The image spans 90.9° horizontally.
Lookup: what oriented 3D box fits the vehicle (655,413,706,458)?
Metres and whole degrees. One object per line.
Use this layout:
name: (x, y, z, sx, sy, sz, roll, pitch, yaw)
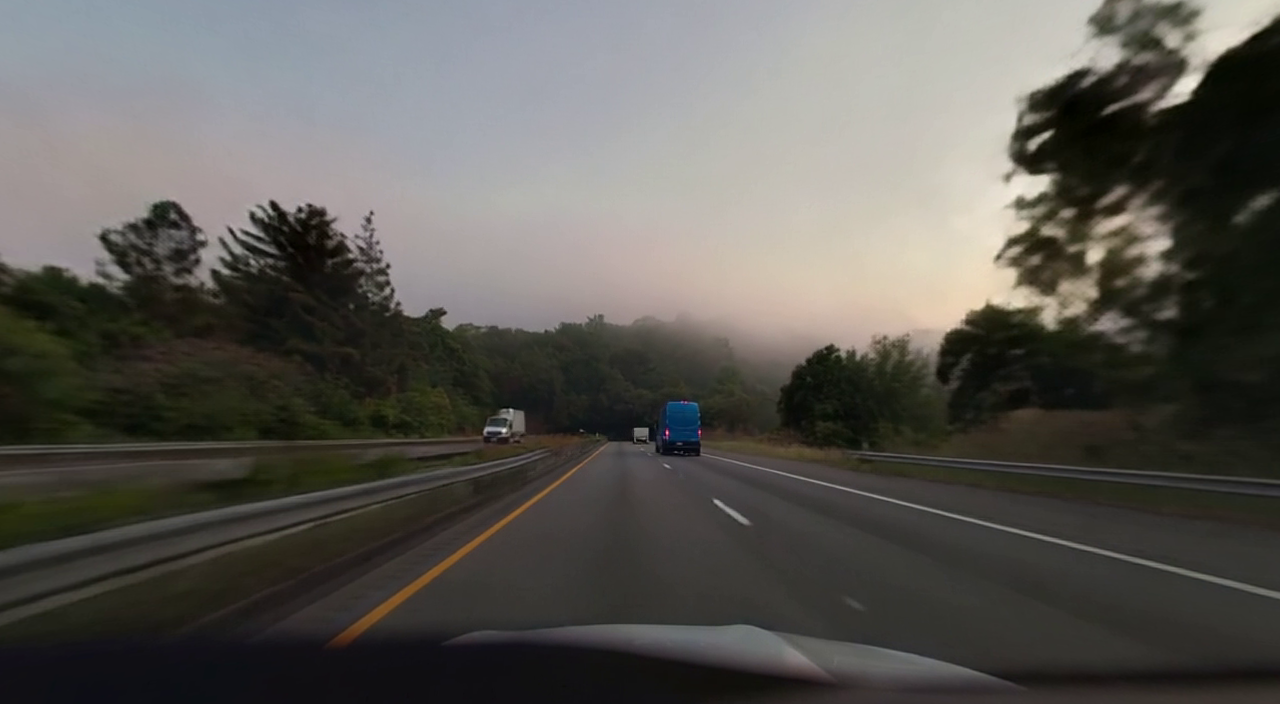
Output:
vehicle: (2.403, 5.251, 39.751, 2.570, 2.596, 6.082, 0, -8, -2)
